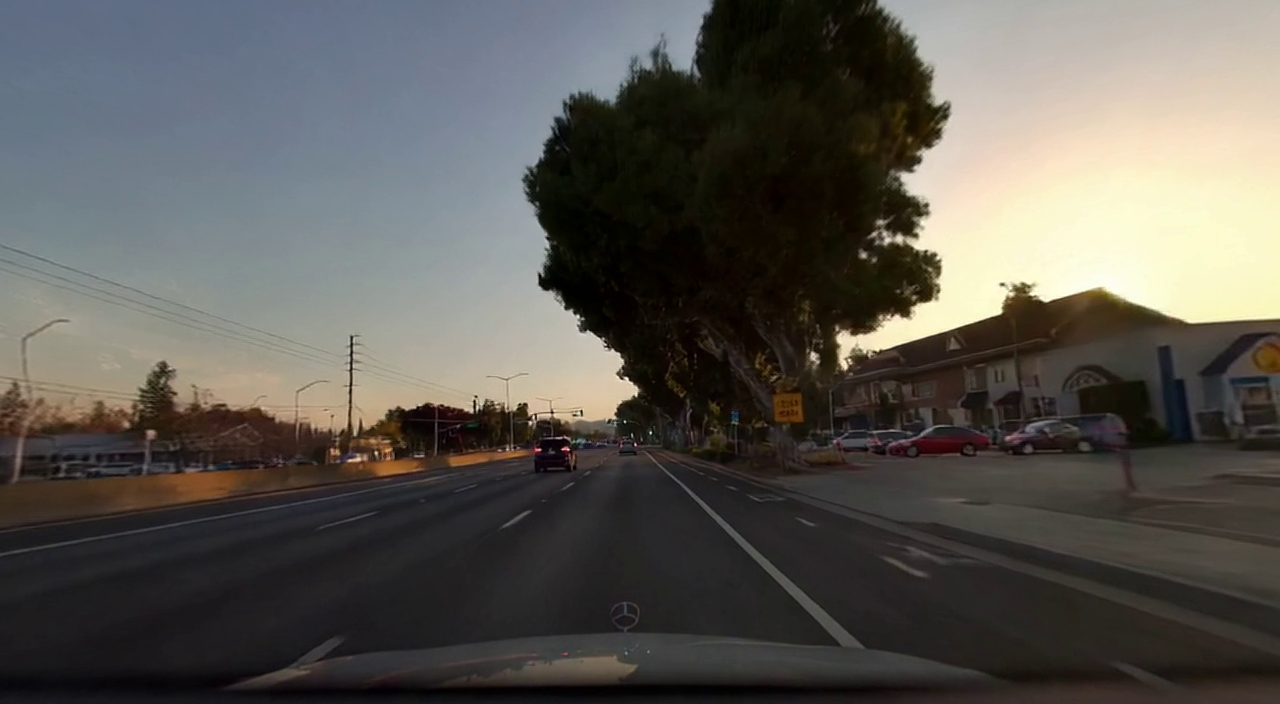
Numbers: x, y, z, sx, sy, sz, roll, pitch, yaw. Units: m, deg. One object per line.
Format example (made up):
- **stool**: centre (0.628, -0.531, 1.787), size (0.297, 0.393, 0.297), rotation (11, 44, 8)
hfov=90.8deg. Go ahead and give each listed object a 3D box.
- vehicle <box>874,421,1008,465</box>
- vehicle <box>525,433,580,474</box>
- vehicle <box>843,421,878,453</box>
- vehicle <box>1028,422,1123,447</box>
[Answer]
- **vehicle**: centre (12.874, 3.909, 27.265), size (4.612, 1.491, 2.061), rotation (-5, -7, 1)
- **vehicle**: centre (-4.036, 4.779, 29.933), size (1.985, 1.772, 4.479), rotation (0, -8, 0)
- **vehicle**: centre (14.015, 5.420, 40.239), size (1.876, 1.693, 3.562), rotation (6, -5, 19)
- **vehicle**: centre (27.164, 5.168, 39.519), size (4.457, 1.449, 1.833), rotation (-1, -8, 5)
